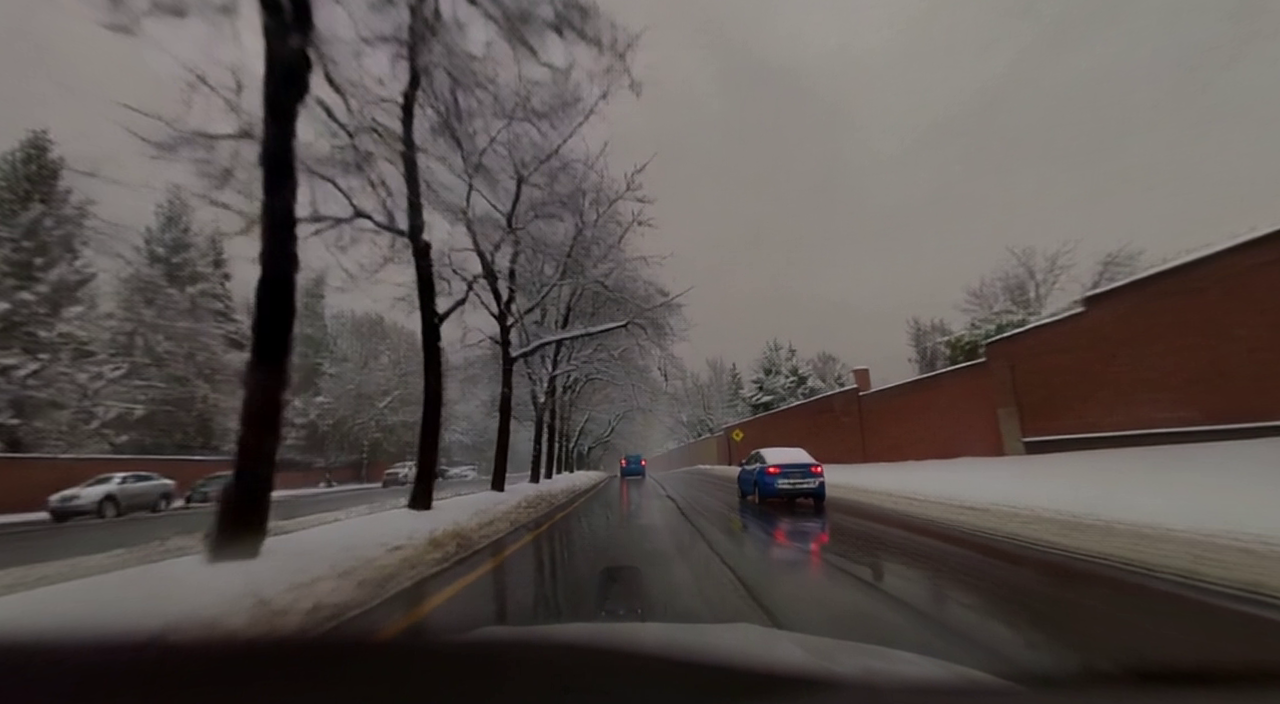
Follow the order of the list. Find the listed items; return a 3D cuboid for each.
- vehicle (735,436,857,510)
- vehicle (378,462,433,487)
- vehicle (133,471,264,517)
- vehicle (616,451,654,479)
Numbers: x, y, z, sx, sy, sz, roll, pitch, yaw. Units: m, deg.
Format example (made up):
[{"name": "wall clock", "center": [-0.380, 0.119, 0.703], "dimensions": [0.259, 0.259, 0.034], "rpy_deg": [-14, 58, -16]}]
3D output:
[{"name": "vehicle", "center": [4.101, 3.299, 17.505], "dimensions": [2.155, 1.752, 4.456], "rpy_deg": [0, -10, -1]}, {"name": "vehicle", "center": [-17.319, 9.038, 46.857], "dimensions": [2.184, 1.697, 4.826], "rpy_deg": [-1, -10, 0]}, {"name": "vehicle", "center": [-17.256, 5.543, 25.031], "dimensions": [2.012, 1.597, 4.366], "rpy_deg": [-1, -10, 0]}, {"name": "vehicle", "center": [-0.345, 7.560, 42.250], "dimensions": [2.391, 1.739, 3.837], "rpy_deg": [0, -10, 0]}]
